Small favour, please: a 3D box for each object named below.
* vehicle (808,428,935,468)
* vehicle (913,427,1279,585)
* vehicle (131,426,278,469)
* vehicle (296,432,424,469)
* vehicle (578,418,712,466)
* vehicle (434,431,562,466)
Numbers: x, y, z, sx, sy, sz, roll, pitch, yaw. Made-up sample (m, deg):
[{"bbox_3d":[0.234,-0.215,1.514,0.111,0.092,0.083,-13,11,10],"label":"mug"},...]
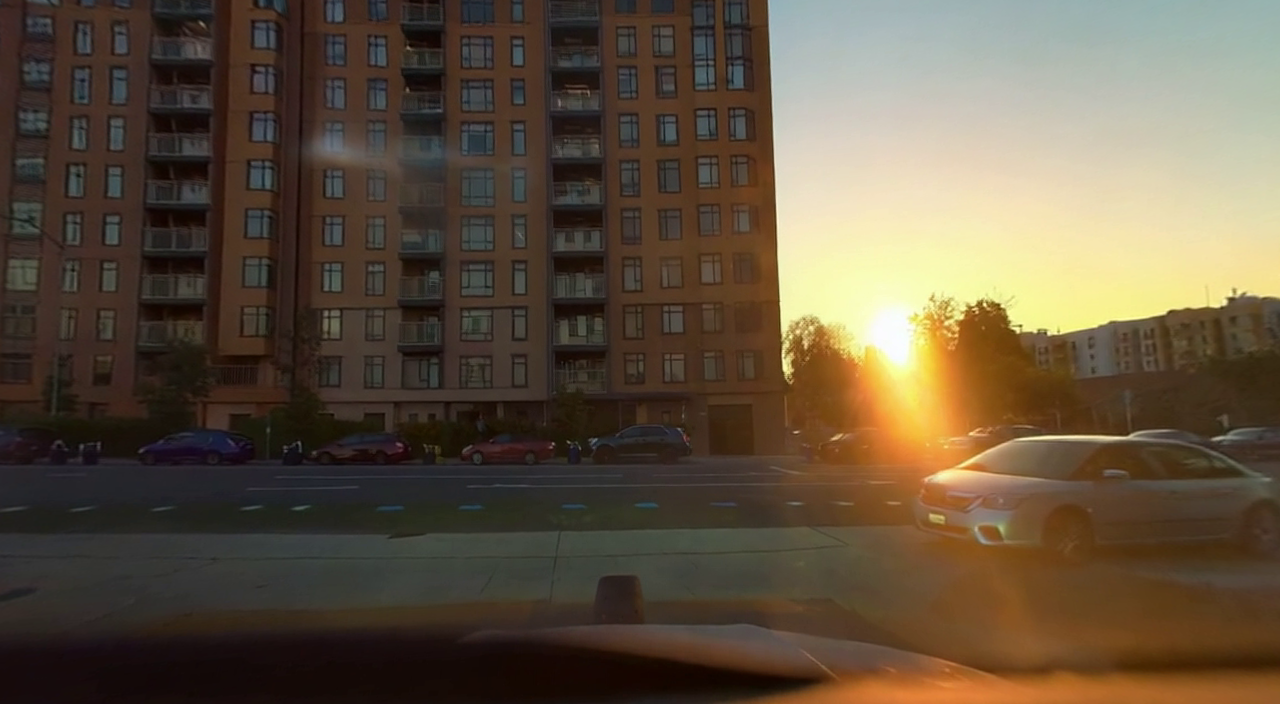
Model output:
[{"bbox_3d":[9.527,3.965,26.211,4.521,1.411,1.726,-2,-7,-4],"label":"vehicle"},{"bbox_3d":[5.945,1.635,7.238,4.714,1.471,1.978,0,-5,1],"label":"vehicle"},{"bbox_3d":[-17.453,3.837,25.491,4.426,1.641,1.889,0,-8,-4],"label":"vehicle"},{"bbox_3d":[-11.307,4.015,25.730,4.336,1.438,1.776,0,-8,-3],"label":"vehicle"},{"bbox_3d":[0.122,3.737,26.051,5.299,1.860,2.098,1,-10,-4],"label":"vehicle"},{"bbox_3d":[-5.691,3.971,25.795,4.851,1.339,1.785,0,-10,-2],"label":"vehicle"}]
